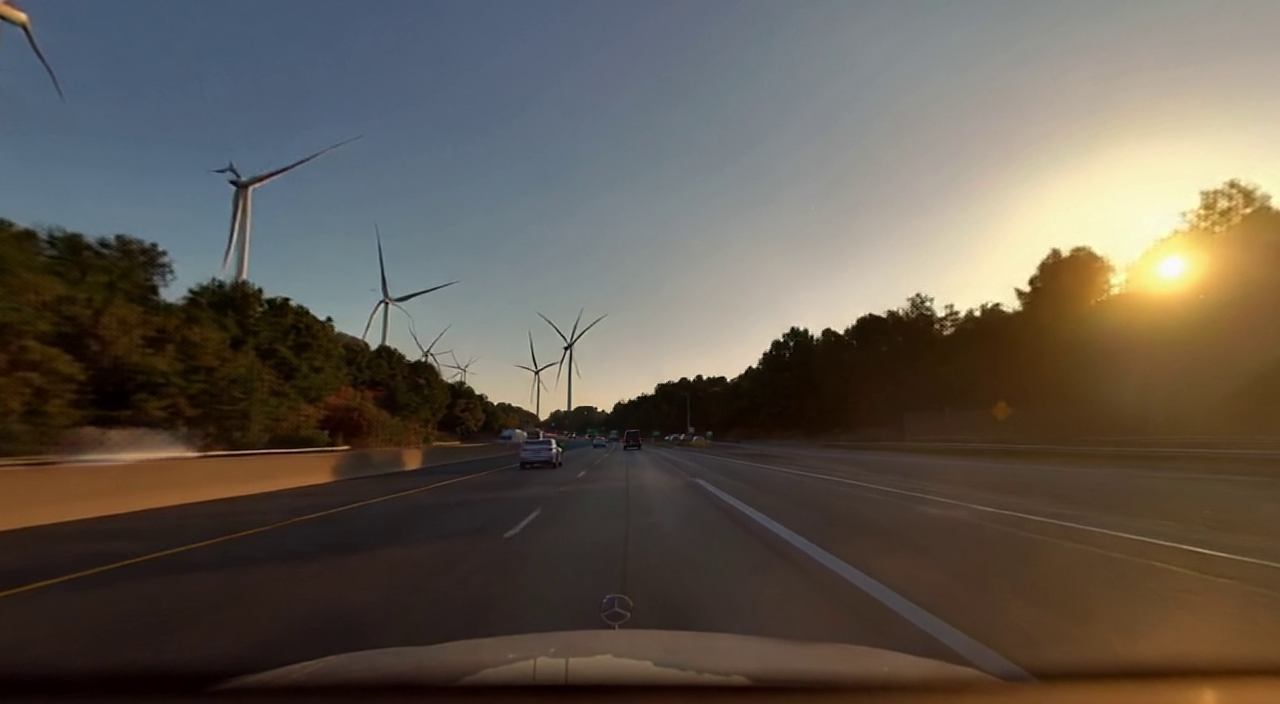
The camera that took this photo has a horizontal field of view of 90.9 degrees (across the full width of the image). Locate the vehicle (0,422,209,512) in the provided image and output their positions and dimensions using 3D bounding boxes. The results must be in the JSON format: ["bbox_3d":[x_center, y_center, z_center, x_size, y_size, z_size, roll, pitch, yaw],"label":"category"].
[{"bbox_3d":[-12.665,2.575,14.690,1.999,1.752,4.588,0,-8,-1],"label":"vehicle"}]

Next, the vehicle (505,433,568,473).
[{"bbox_3d":[-4.200,4.132,26.113,1.950,1.511,3.965,0,-8,0],"label":"vehicle"}]
